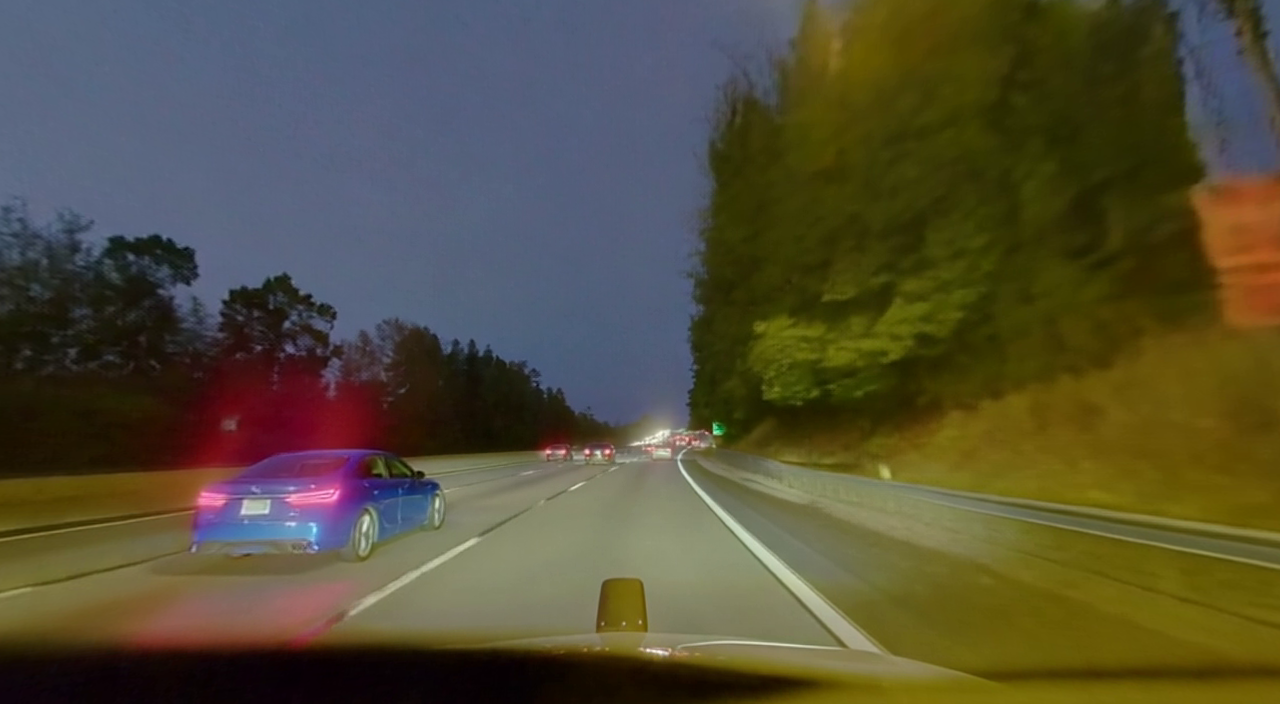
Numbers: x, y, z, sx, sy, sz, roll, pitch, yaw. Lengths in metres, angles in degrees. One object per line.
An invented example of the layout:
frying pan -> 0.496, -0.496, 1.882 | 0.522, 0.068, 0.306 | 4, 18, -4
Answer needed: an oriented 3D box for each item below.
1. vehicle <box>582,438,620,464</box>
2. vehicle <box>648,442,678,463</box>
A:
vehicle -> -2.612, 6.776, 43.307 | 2.071, 1.716, 4.363 | 0, -8, 4
vehicle -> 1.691, 7.233, 45.620 | 2.113, 1.464, 4.073 | 0, -8, 3
